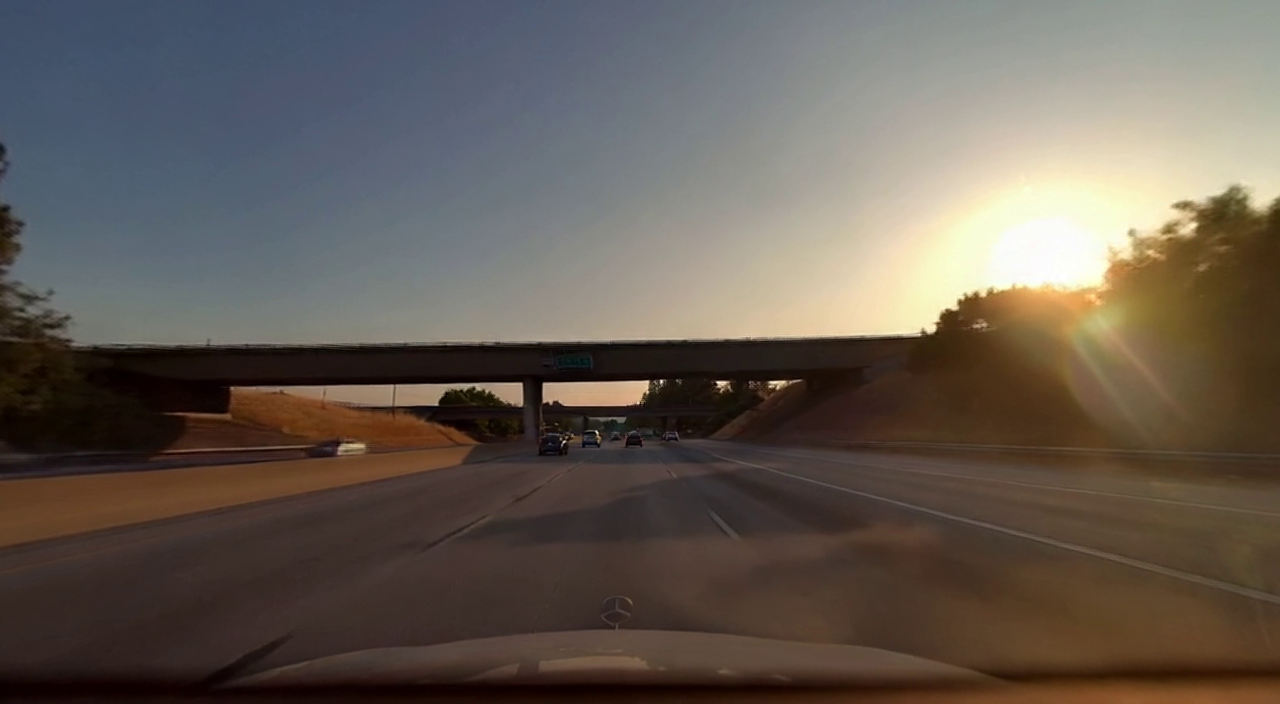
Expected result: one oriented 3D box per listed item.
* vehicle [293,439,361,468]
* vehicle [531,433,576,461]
[{"bbox_3d":[-17.682,5.727,35.849,1.741,1.522,4.178,0,-8,0],"label":"vehicle"},{"bbox_3d":[-4.808,5.338,35.485,1.933,1.473,4.023,0,-8,0],"label":"vehicle"}]
